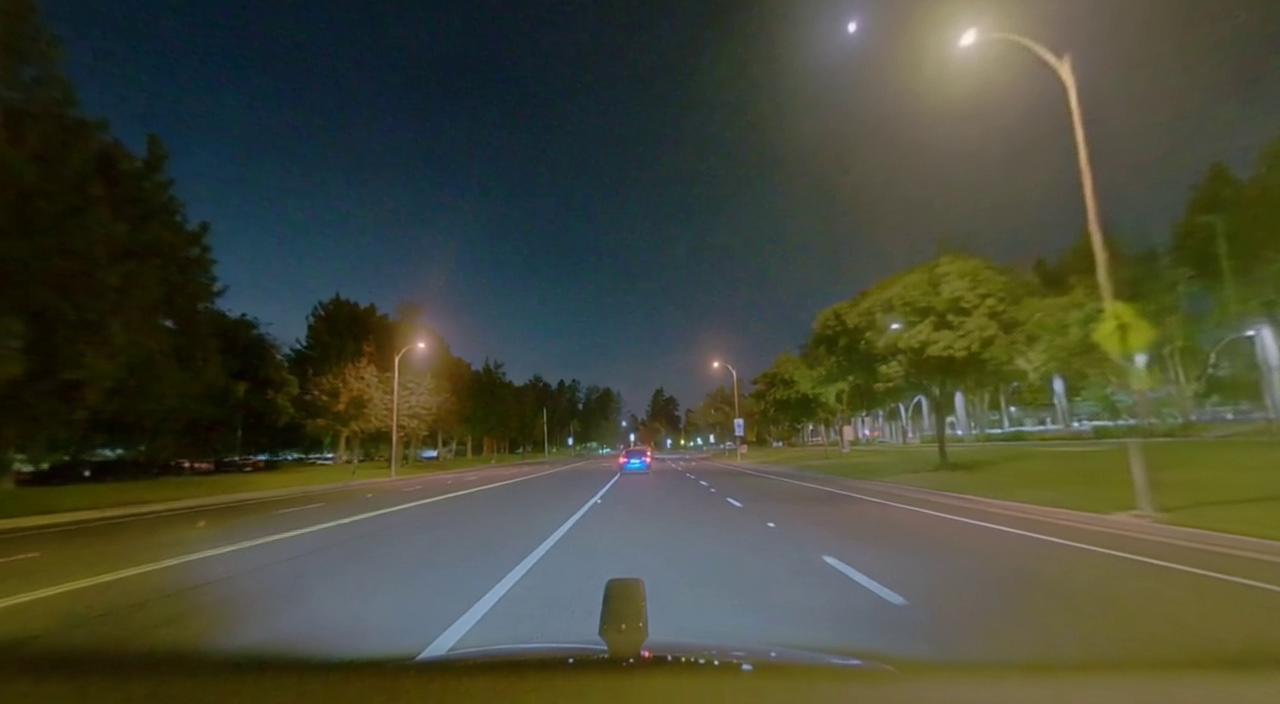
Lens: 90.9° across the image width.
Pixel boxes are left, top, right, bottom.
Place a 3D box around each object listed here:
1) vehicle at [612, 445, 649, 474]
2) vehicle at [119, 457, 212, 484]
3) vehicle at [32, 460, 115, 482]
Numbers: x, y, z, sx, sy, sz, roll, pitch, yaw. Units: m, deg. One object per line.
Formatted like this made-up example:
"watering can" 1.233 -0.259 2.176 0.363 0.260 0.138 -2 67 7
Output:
"vehicle" -0.544 6.105 36.157 1.978 1.499 3.915 -1 -8 -1
"vehicle" -30.208 7.539 40.248 4.392 1.602 1.860 -1 -8 1
"vehicle" -42.856 9.009 47.798 4.308 1.521 2.025 -1 -8 0
